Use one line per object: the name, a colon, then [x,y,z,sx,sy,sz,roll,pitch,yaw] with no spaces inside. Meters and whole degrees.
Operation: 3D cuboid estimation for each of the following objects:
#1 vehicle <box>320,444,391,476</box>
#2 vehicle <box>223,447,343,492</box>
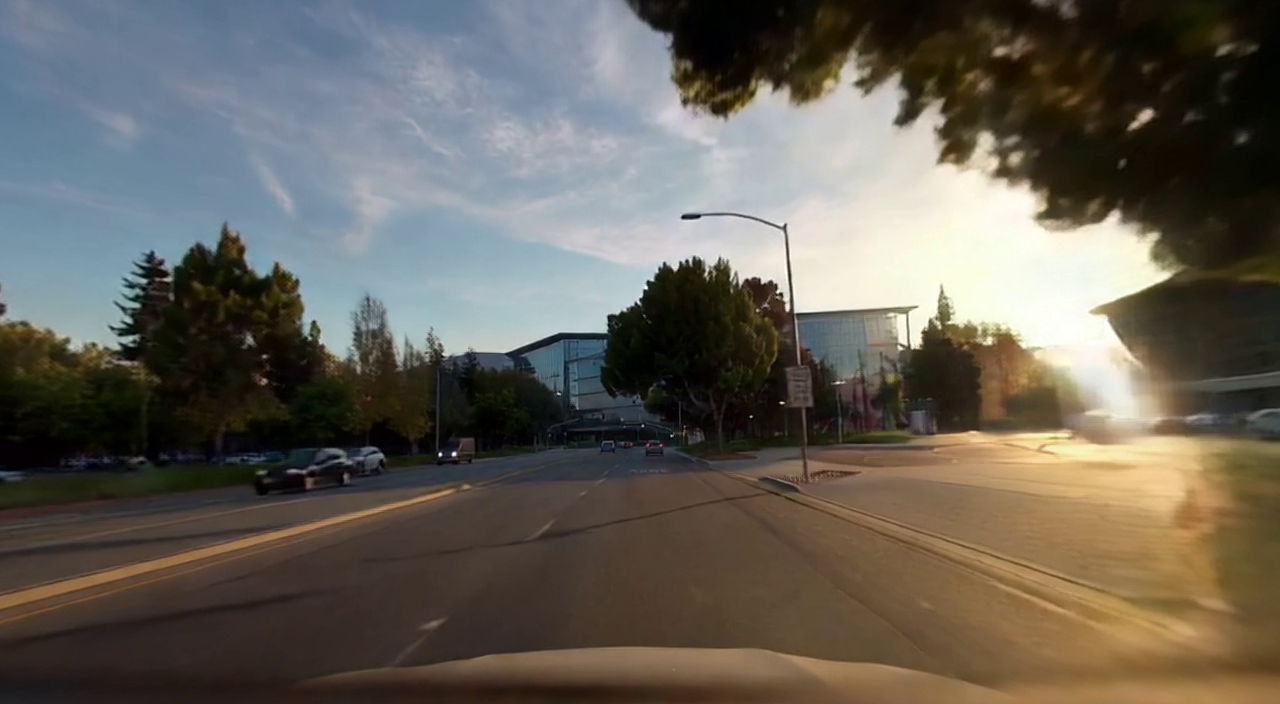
vehicle: [-17.223,6.538,38.343,2.112,1.754,4.740,0,-8,0]
vehicle: [-13.720,4.488,24.476,1.939,1.548,4.490,0,-8,1]
